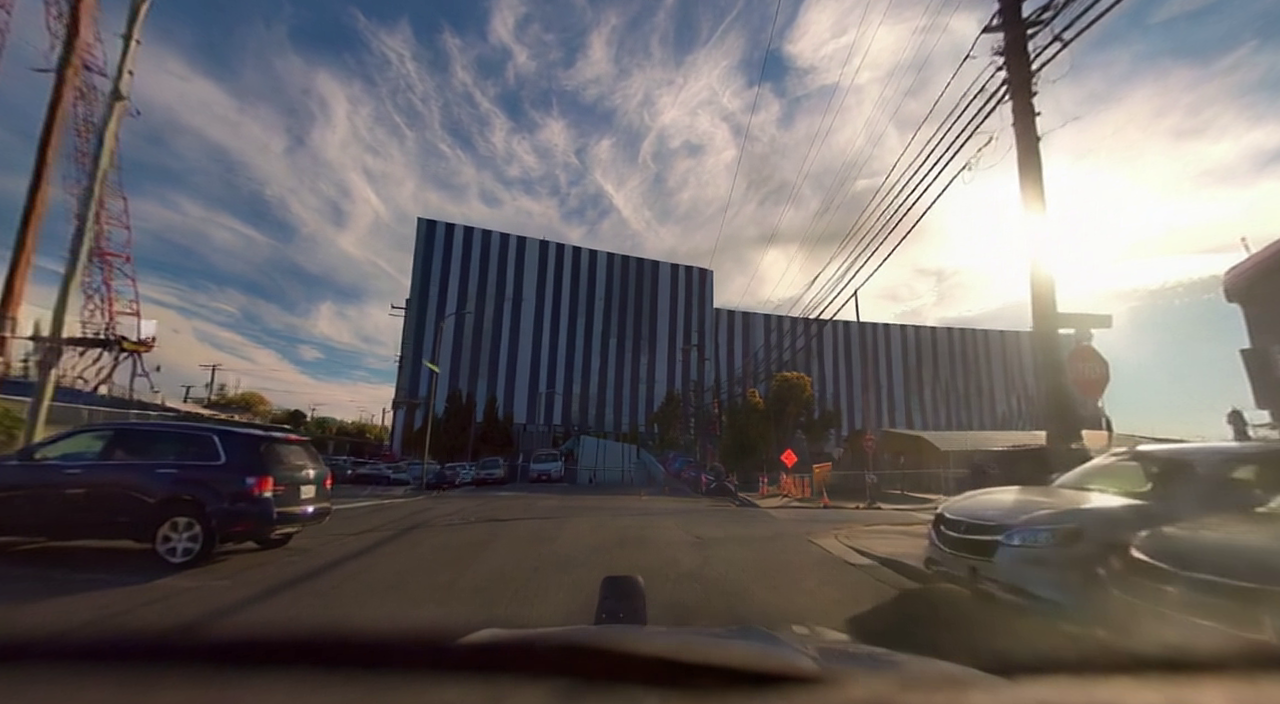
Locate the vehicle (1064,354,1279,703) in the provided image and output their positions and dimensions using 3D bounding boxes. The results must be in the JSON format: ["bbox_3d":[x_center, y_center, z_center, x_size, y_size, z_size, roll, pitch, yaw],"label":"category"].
[{"bbox_3d":[4.467,0.952,2.340,4.554,1.473,1.876,5,-11,-3],"label":"vehicle"}]

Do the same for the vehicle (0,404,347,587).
[{"bbox_3d":[-6.508,1.523,7.391,5.025,1.648,2.055,4,-9,-1],"label":"vehicle"}]

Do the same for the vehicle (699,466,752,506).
[{"bbox_3d":[4.408,6.975,33.283,2.007,1.804,4.136,0,-8,-3],"label":"vehicle"}]
